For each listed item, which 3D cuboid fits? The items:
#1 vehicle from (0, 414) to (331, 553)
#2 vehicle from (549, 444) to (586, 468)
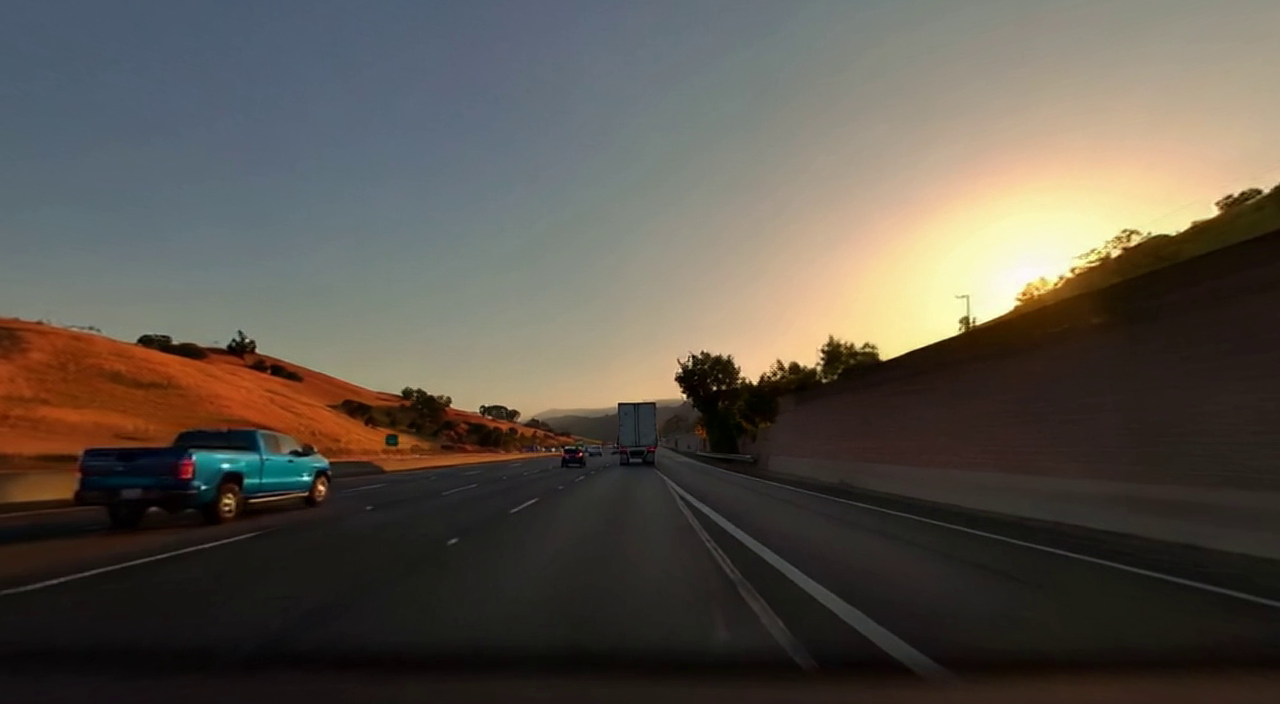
[{"bbox_3d":[-7.902,2.155,11.154,2.113,1.837,5.339,0,-9,0],"label":"vehicle"},{"bbox_3d":[-4.855,7.017,42.732,1.983,1.508,4.060,0,-9,0],"label":"vehicle"}]
